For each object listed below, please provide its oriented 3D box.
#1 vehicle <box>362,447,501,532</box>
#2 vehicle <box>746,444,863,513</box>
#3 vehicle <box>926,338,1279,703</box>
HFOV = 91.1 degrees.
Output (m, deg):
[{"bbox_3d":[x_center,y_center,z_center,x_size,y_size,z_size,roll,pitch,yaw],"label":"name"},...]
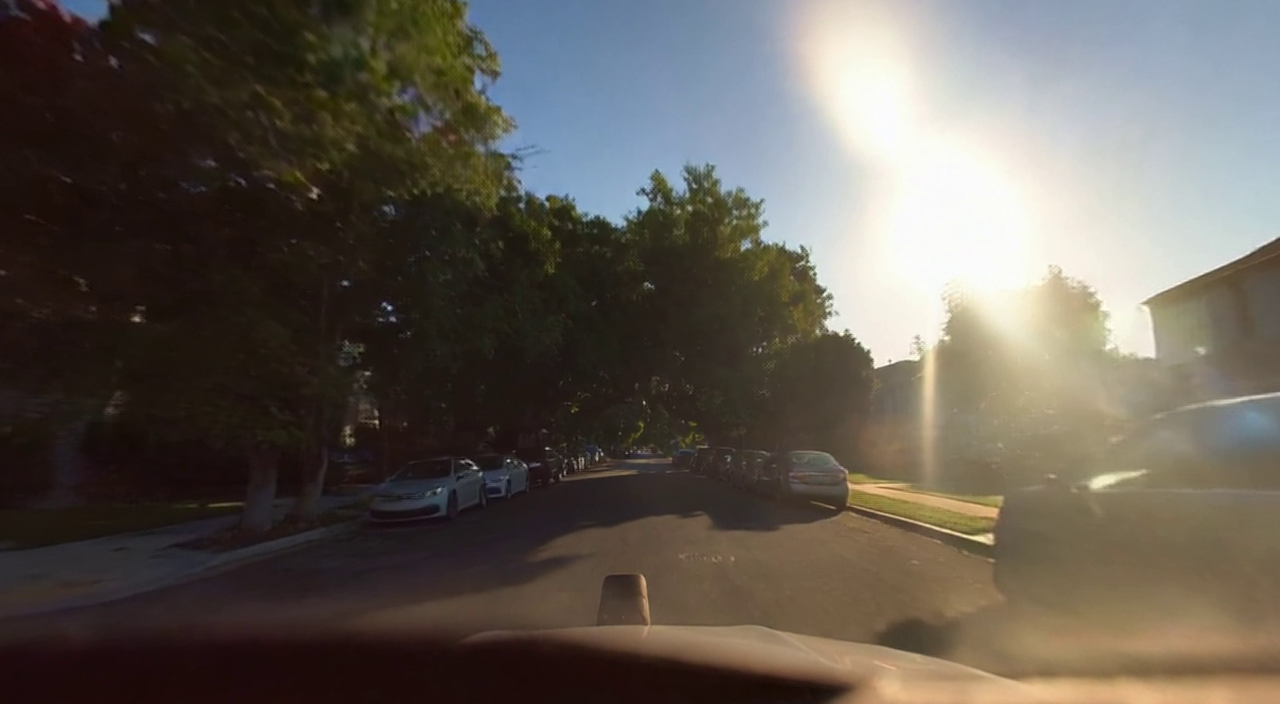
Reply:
[{"bbox_3d":[-4.502,2.985,14.303,1.870,1.562,4.212,-1,-9,-2],"label":"vehicle"},{"bbox_3d":[4.097,3.219,16.460,1.862,1.525,4.421,0,-9,0],"label":"vehicle"},{"bbox_3d":[4.036,1.027,3.720,2.215,1.897,5.131,0,-9,0],"label":"vehicle"}]
